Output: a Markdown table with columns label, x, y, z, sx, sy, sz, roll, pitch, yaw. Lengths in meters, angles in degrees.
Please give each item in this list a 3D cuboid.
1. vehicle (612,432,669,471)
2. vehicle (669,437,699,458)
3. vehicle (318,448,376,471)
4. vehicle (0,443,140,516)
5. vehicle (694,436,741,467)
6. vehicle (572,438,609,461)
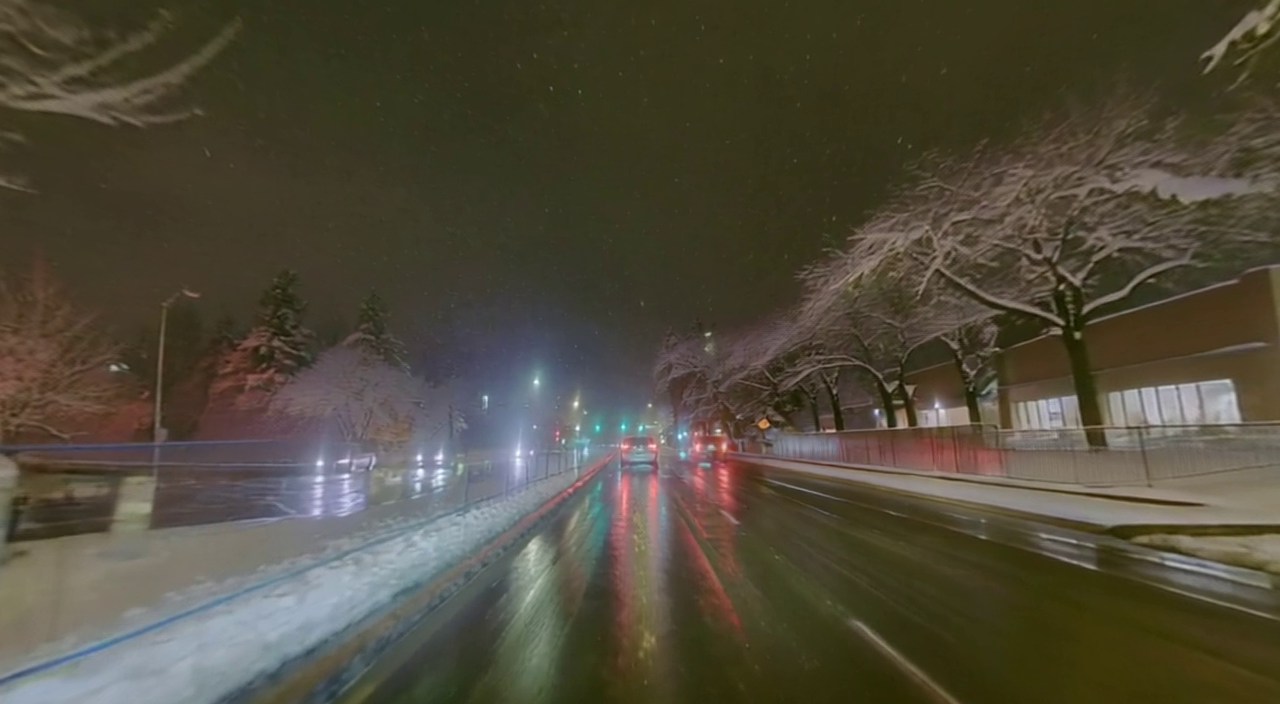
| label | x | y | z | sx | sy | sz | roll | pitch | yaw |
| --- | --- | --- | --- | --- | --- | --- | --- | --- | --- |
| vehicle | 0.106 | 4.619 | 29.381 | 2.000 | 1.671 | 4.276 | -2 | -8 | 8 |
| vehicle | 3.382 | 7.399 | 48.930 | 1.917 | 1.493 | 4.003 | 0 | -8 | -2 |
| vehicle | -20.735 | 7.594 | 44.853 | 1.863 | 1.466 | 4.725 | 0 | -8 | 0 |
| vehicle | -14.476 | 2.919 | 14.819 | 1.868 | 1.528 | 4.317 | 0 | -8 | 0 |
| vehicle | 3.907 | 5.095 | 32.353 | 1.974 | 1.490 | 4.231 | -1 | -8 | 2 |
| vehicle | -3.313 | 6.636 | 43.016 | 2.189 | 1.441 | 4.350 | 0 | -8 | 0 |
